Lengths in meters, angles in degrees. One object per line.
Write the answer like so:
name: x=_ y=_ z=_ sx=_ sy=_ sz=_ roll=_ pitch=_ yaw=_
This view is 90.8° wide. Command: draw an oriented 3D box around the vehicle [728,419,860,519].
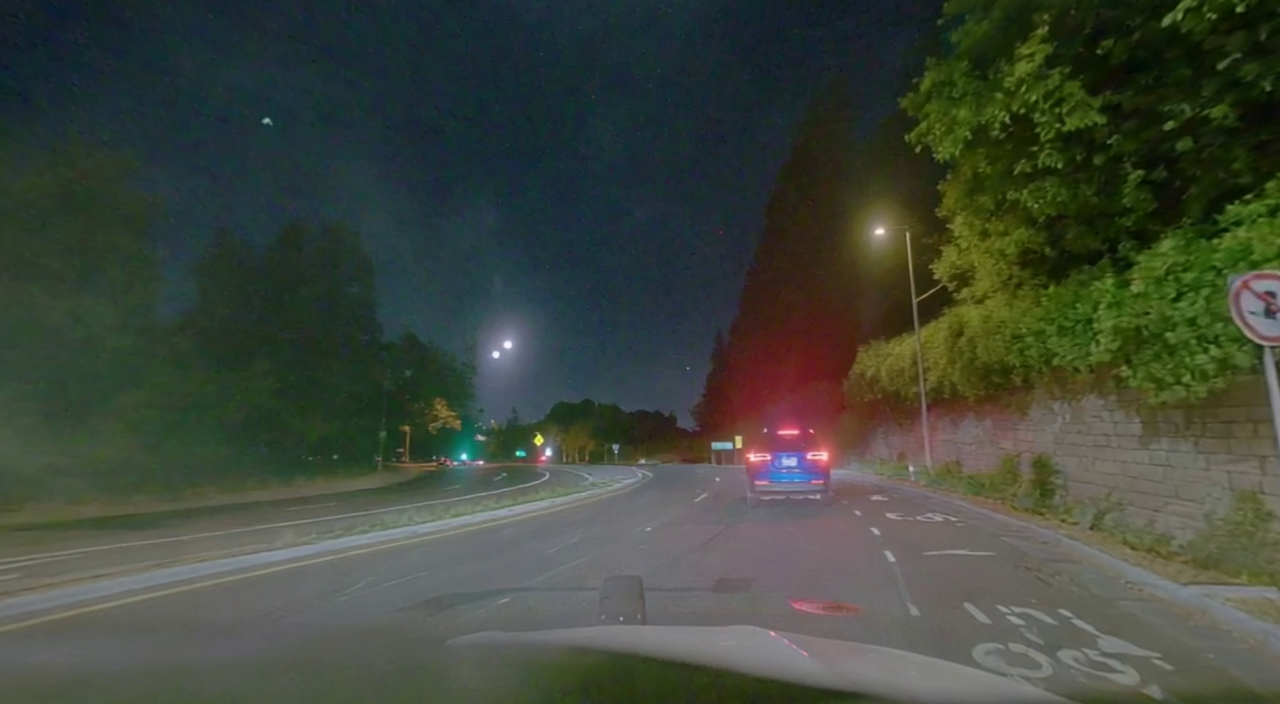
vehicle: x=3.127 y=2.411 z=13.546 sx=2.287 sy=1.762 sz=4.269 roll=-1 pitch=-8 yaw=10

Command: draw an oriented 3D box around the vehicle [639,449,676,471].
vehicle: x=1.189 y=7.597 z=44.679 sx=2.023 sy=1.474 sz=4.286 roll=1 pitch=-8 yaw=-7
